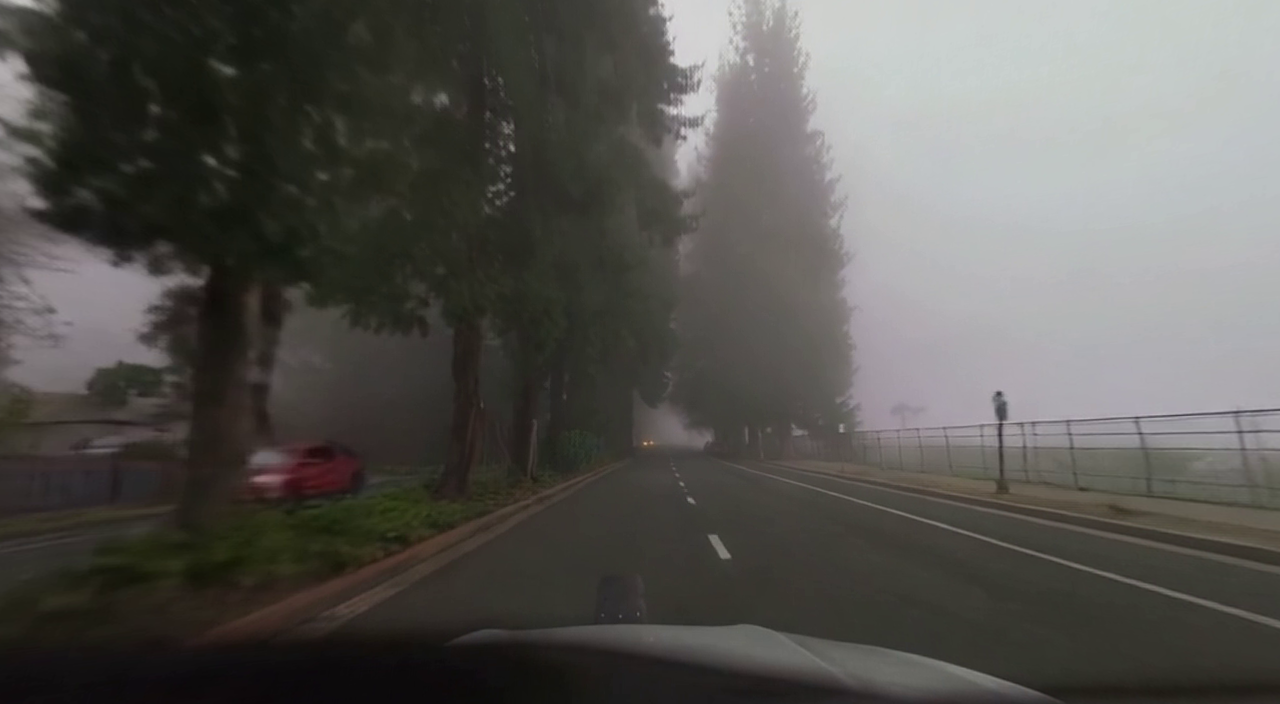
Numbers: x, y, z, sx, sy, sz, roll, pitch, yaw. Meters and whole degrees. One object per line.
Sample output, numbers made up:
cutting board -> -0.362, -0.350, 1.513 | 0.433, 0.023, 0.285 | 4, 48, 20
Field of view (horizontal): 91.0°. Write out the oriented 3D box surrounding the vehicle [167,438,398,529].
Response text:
vehicle -> -7.228, 2.668, 13.504 | 2.000, 1.570, 4.808 | -1, -8, 2
